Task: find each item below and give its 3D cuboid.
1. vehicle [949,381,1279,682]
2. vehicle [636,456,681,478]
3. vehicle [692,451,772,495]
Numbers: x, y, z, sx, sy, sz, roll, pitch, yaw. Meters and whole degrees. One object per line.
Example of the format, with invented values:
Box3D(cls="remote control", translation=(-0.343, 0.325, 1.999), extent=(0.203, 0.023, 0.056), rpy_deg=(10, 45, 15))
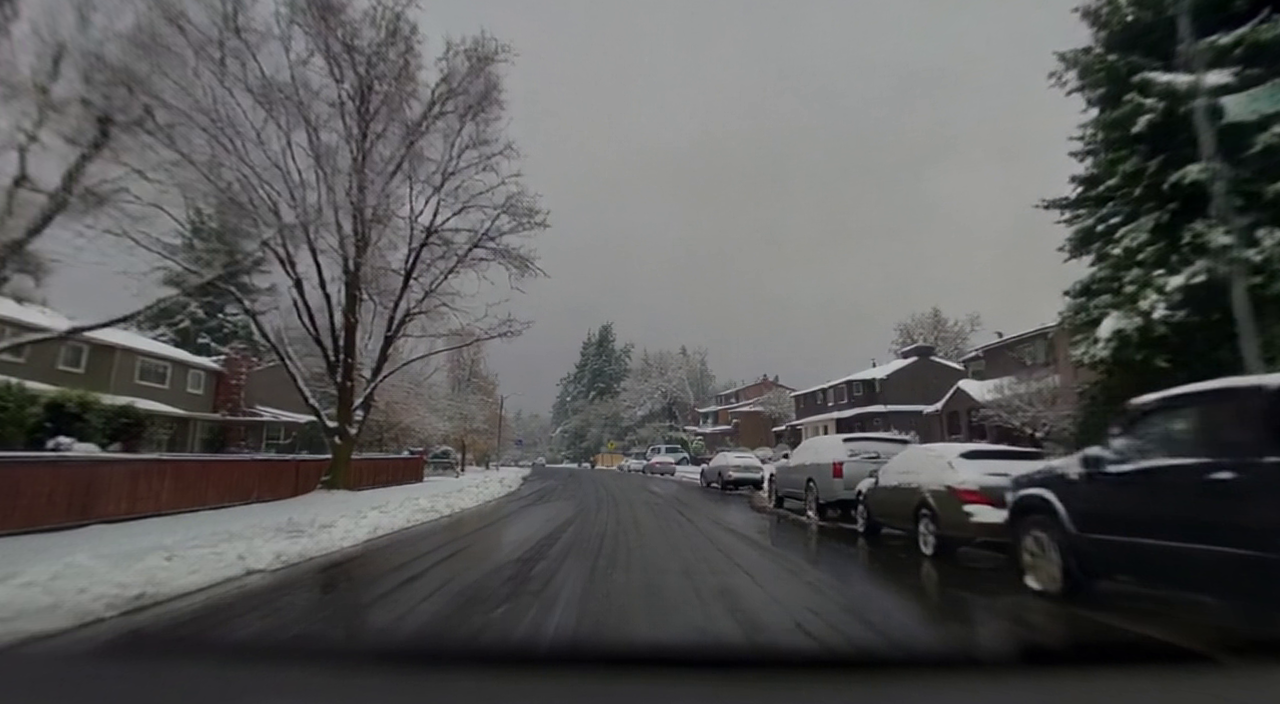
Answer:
Box3D(cls="vehicle", translation=(5.441, 1.333, 5.109), extent=(2.715, 1.900, 6.163), rpy_deg=(1, -9, -1))
Box3D(cls="vehicle", translation=(1.371, 8.888, 48.994), extent=(2.193, 1.504, 4.576), rpy_deg=(2, -9, -15))
Box3D(cls="vehicle", translation=(4.142, 5.543, 29.441), extent=(2.111, 1.771, 4.942), rpy_deg=(2, -9, -11))
